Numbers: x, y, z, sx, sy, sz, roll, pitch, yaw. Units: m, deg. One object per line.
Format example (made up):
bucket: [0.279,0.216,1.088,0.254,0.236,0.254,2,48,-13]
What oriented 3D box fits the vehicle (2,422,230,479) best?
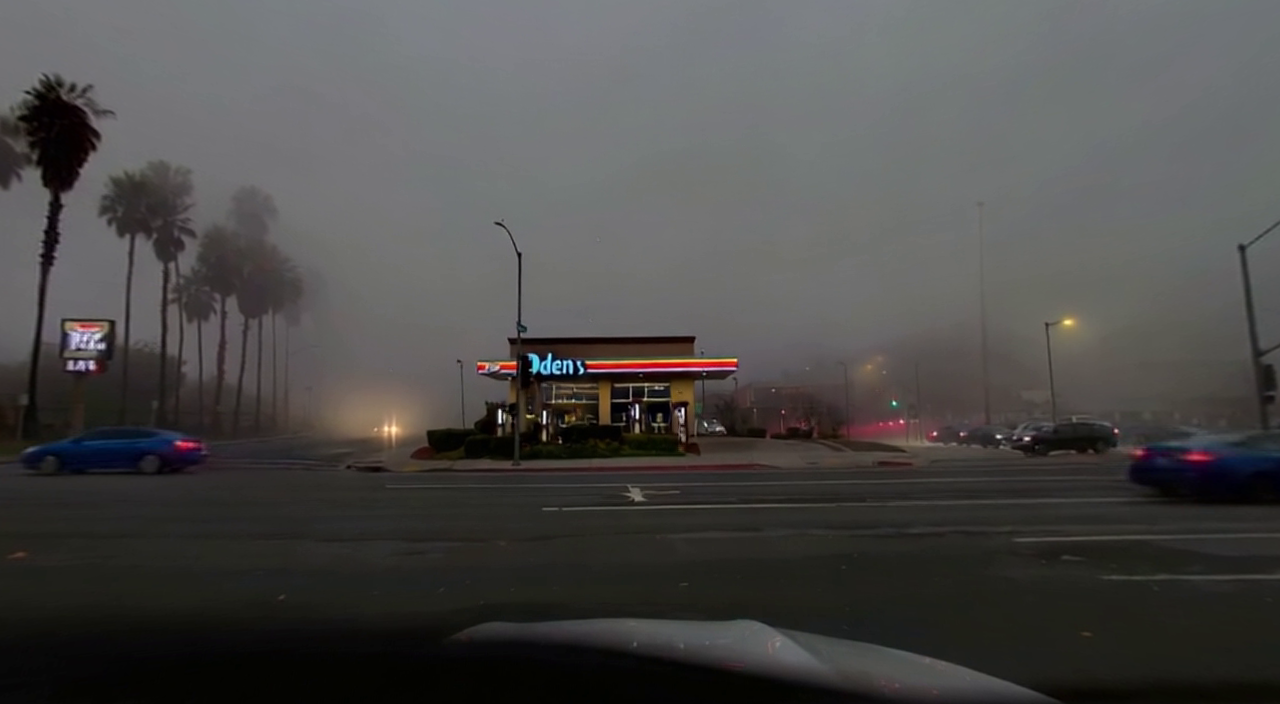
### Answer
vehicle: [-14.583,2.771,17.851,4.570,1.480,1.873,1,-9,-6]

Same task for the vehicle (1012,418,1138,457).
vehicle: [21.871,4.274,31.862,4.880,1.754,2.202,0,-5,-6]

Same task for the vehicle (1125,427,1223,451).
vehicle: [33.981,5.592,40.396,1.805,1.466,4.641,1,-8,-8]
